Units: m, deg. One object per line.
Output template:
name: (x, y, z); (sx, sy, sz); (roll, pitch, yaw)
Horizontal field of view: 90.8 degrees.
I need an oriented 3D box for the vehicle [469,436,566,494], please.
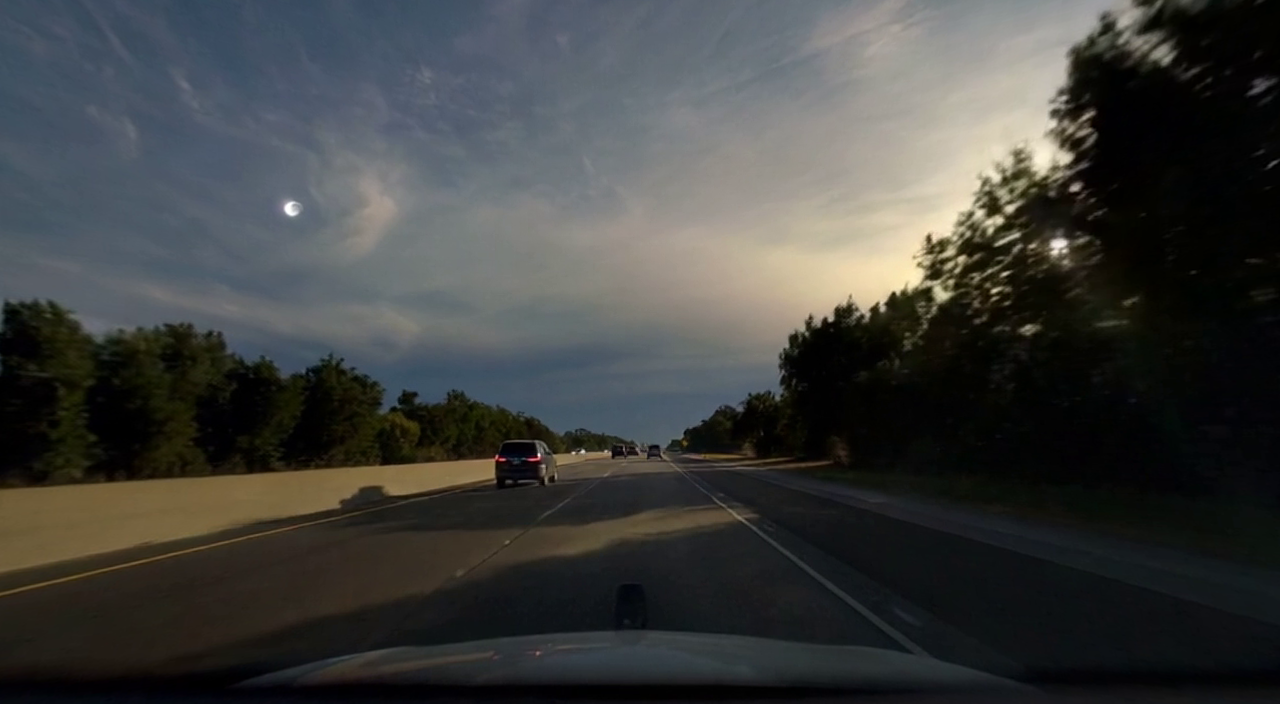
vehicle: (-3.890, 3.684, 20.901); (2.188, 1.692, 4.623); (0, -9, 1)
